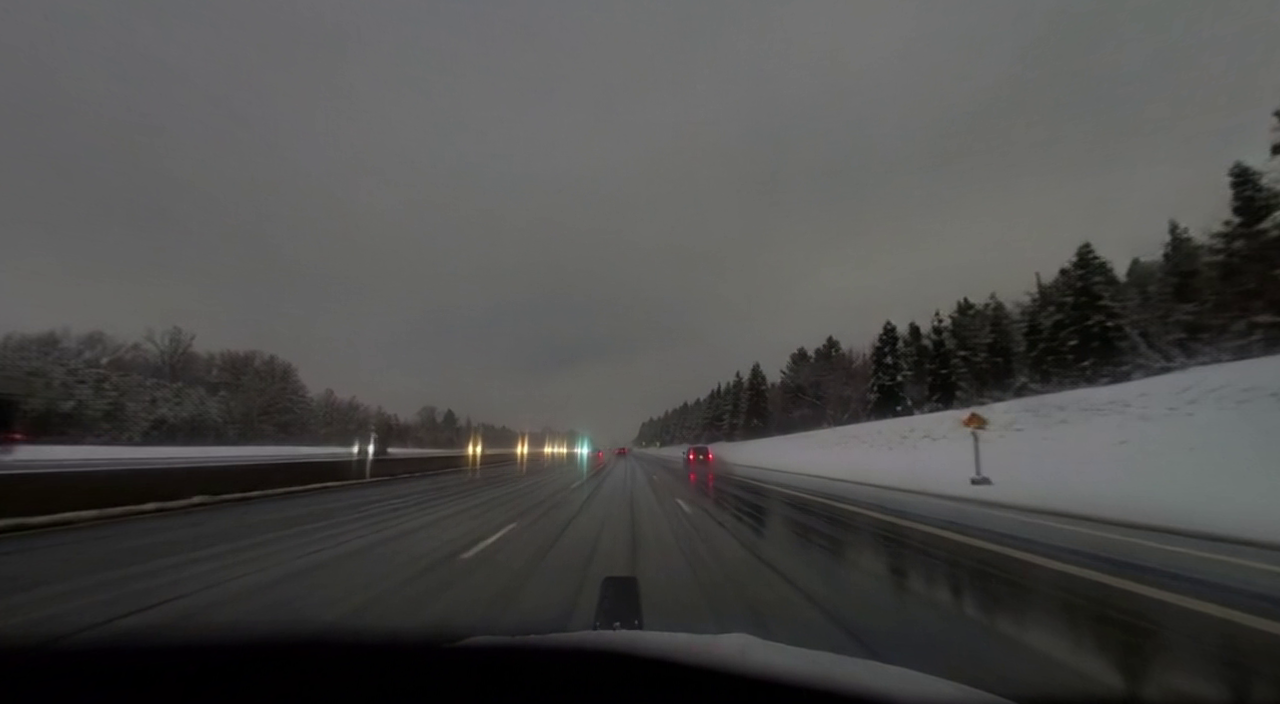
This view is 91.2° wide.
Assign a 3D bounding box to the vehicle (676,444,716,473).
[{"bbox_3d":[3.134,6.101,35.967,1.895,1.555,4.030,0,-9,0],"label":"vehicle"}]
